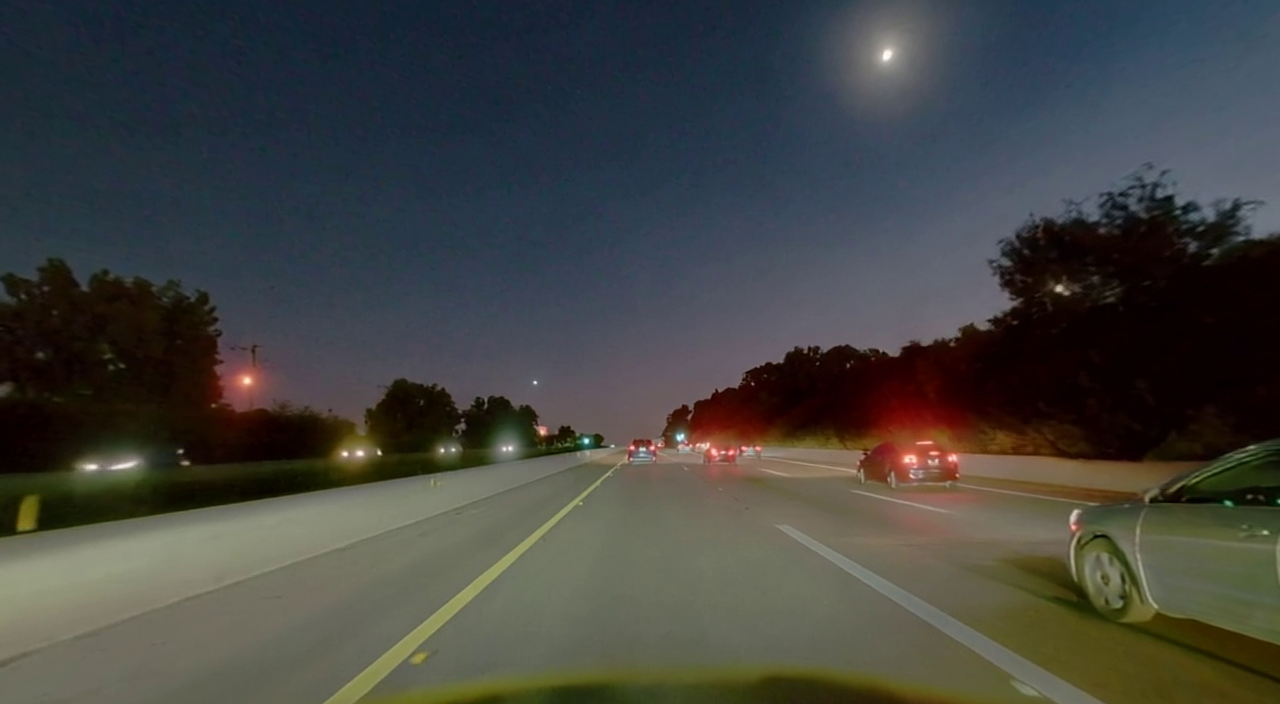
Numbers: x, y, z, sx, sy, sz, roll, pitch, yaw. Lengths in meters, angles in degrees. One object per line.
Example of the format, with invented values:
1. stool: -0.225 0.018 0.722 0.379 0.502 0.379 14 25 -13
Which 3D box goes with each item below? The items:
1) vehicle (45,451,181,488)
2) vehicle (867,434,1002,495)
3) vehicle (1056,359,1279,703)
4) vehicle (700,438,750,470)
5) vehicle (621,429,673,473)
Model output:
1. vehicle: -24.102 5.364 29.129 2.150 1.473 4.817 0 -8 0
2. vehicle: 8.158 3.123 17.941 1.810 1.516 4.183 0 -8 0
3. vehicle: 3.788 0.748 1.967 2.003 1.661 4.418 -1 -8 1
4. vehicle: 4.172 5.080 31.562 1.825 1.487 4.034 0 -8 -1
5. vehicle: 0.280 4.484 28.769 2.189 1.852 4.038 0 -8 0
